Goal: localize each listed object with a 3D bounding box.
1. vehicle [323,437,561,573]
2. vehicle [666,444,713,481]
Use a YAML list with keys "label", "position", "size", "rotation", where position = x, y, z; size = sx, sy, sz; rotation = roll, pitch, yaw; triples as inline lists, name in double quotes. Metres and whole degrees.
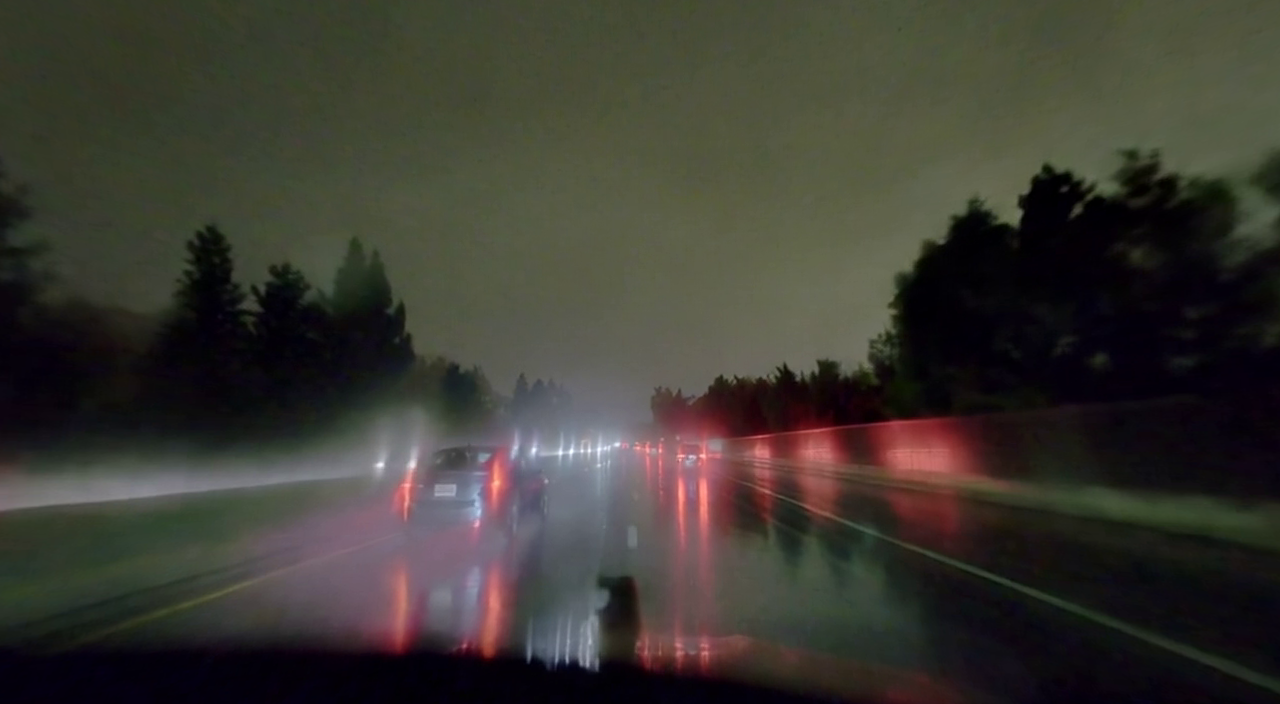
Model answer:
- label: "vehicle"
  position: [-2.473, 2.029, 9.106]
  size: [2.013, 1.479, 4.169]
  rotation: [-1, -9, 1]
- label: "vehicle"
  position: [2.191, 5.020, 28.705]
  size: [1.910, 1.554, 3.718]
  rotation: [0, -9, 1]
